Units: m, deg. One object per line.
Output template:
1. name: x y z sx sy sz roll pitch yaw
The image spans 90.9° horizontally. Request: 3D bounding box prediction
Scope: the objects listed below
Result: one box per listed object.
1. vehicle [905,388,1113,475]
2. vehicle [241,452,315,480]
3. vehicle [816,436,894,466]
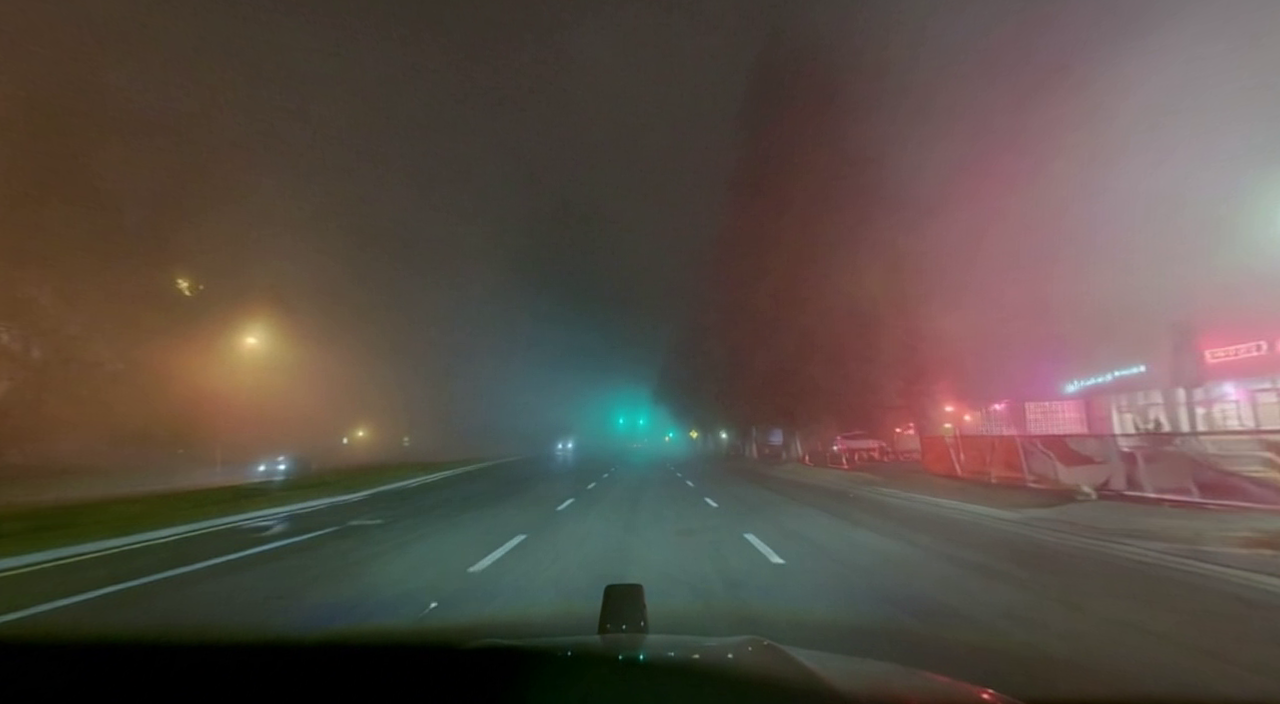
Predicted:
1. vehicle: 15.498 3.394 26.930 6.641 3.391 3.387 0 -9 -3
2. vehicle: -20.909 6.575 36.598 1.794 1.463 4.332 0 -8 -1
3. vehicle: 12.284 5.651 36.309 1.948 1.466 4.520 -1 -7 -16
